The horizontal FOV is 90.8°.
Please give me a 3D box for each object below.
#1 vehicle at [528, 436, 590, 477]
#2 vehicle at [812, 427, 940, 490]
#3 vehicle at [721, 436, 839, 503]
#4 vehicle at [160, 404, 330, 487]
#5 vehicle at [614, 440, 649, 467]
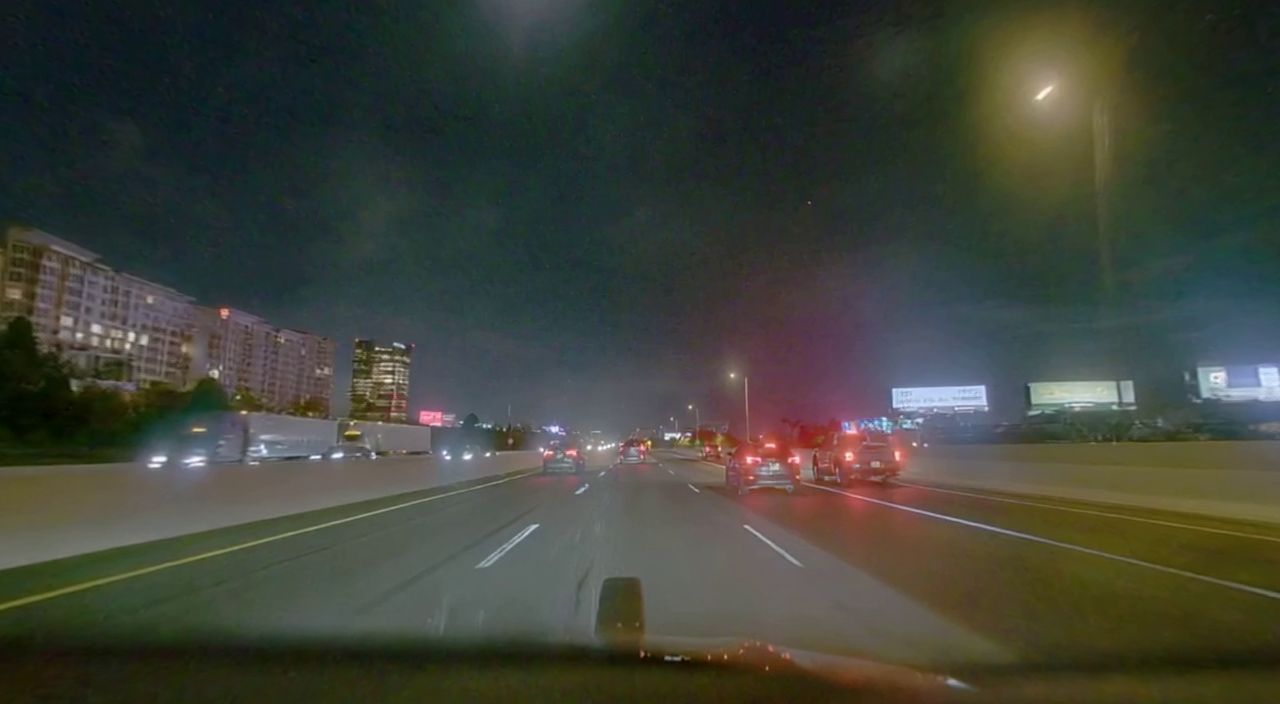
[{"bbox_3d":[-3.699,4.895,29.738,2.256,1.756,4.745,0,-9,0],"label":"vehicle"},{"bbox_3d":[7.452,3.428,20.622,2.176,1.793,4.841,0,-9,-2],"label":"vehicle"},{"bbox_3d":[3.520,3.055,16.842,1.987,1.509,4.512,0,-9,-1],"label":"vehicle"},{"bbox_3d":[-18.067,4.397,29.757,3.120,3.378,7.577,0,-9,-1],"label":"vehicle"},{"bbox_3d":[-0.561,6.691,41.627,2.191,1.685,4.015,0,-9,0],"label":"vehicle"}]
